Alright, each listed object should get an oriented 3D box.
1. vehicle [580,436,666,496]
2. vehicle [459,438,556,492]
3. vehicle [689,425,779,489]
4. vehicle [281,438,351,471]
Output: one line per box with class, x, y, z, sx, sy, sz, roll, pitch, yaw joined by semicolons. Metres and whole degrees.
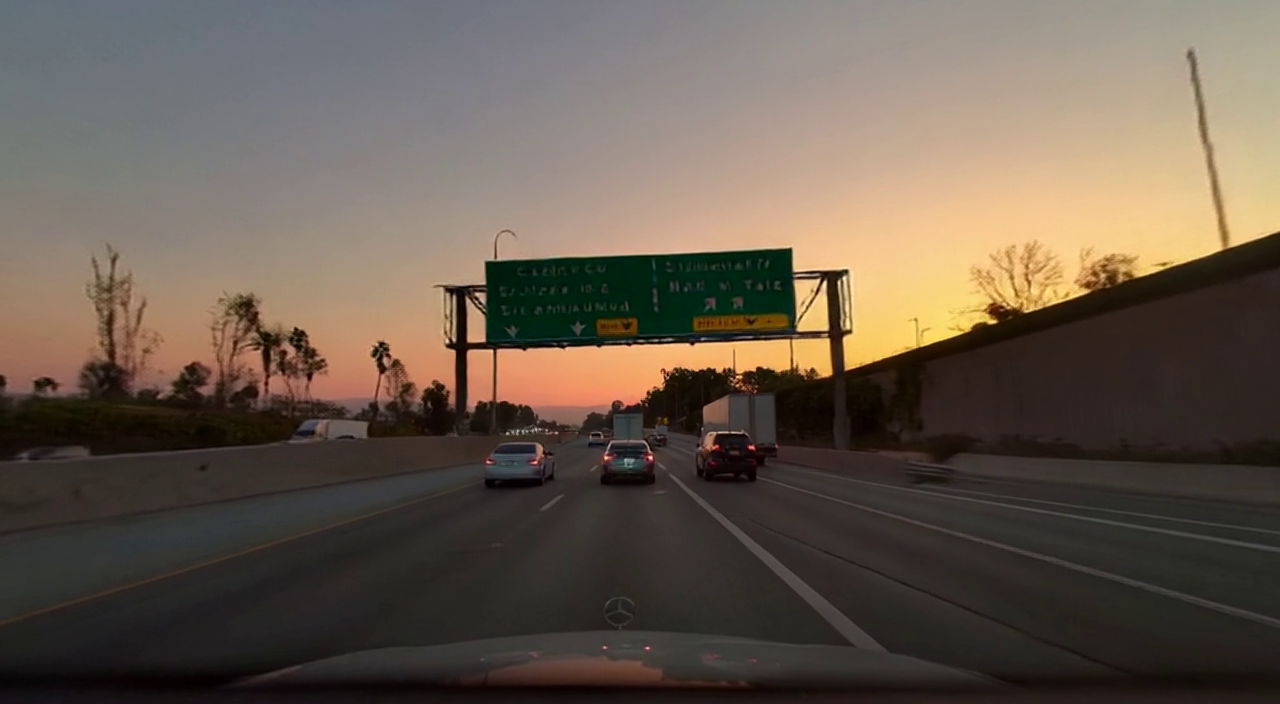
vehicle;-0.441;3.166;17.873;2.136;1.470;3.971;0;-8;0
vehicle;-3.876;3.385;19.236;1.998;1.423;4.436;0;-8;0
vehicle;2.967;3.440;20.972;2.173;1.870;4.499;0;-8;-2
vehicle;-19.888;6.284;38.890;2.038;1.886;4.746;0;-8;-4
